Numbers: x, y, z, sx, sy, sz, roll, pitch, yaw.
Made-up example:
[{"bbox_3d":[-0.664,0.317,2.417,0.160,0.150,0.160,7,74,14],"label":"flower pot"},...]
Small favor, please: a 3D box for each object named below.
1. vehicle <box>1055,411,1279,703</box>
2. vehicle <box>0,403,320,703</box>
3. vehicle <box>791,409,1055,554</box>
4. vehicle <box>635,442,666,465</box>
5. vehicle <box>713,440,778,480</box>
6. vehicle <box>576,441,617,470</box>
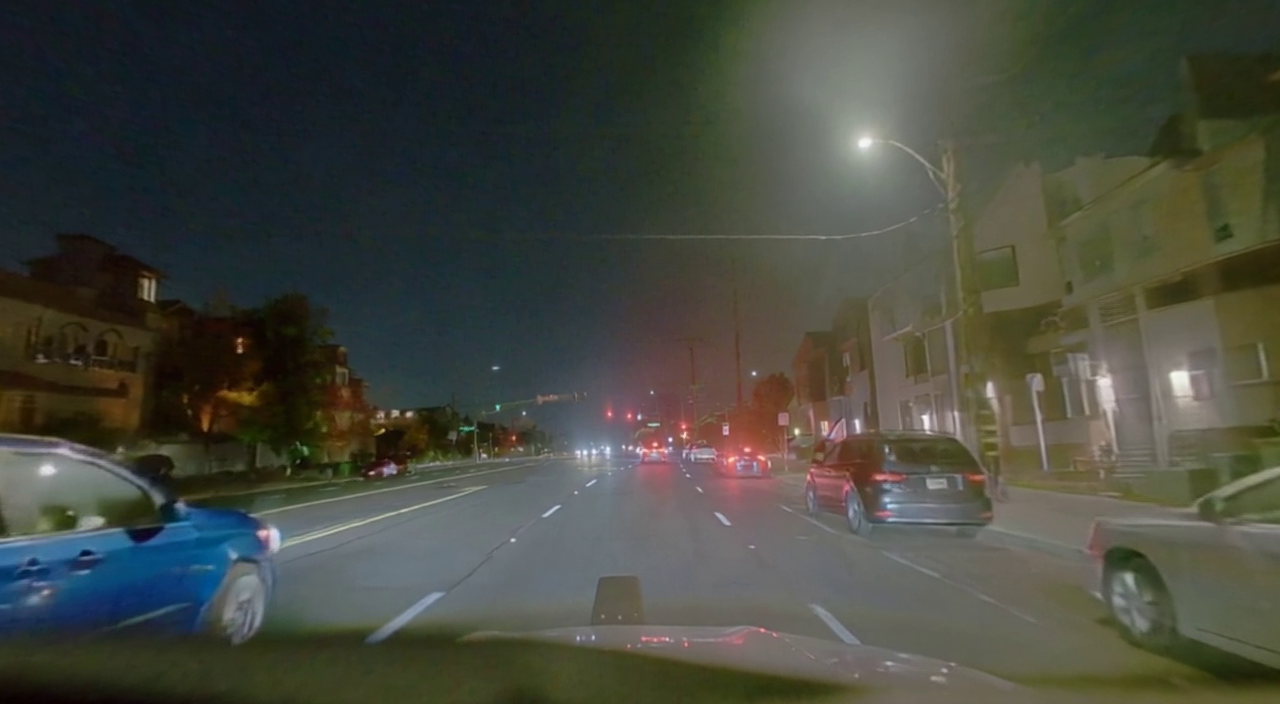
[{"bbox_3d":[3.949,0.895,2.135,1.956,1.468,4.524,0,-9,-1],"label":"vehicle"},{"bbox_3d":[-3.485,0.978,2.524,2.069,1.510,4.325,0,-9,1],"label":"vehicle"},{"bbox_3d":[4.064,1.943,10.155,2.069,1.780,4.480,0,-9,-1],"label":"vehicle"},{"bbox_3d":[0.703,7.043,44.050,2.081,1.475,4.361,0,-9,0],"label":"vehicle"},{"bbox_3d":[4.274,4.436,26.241,1.964,1.485,4.454,0,-9,1],"label":"vehicle"},{"bbox_3d":[-2.418,5.871,35.965,1.986,1.508,4.261,0,-9,0],"label":"vehicle"}]
